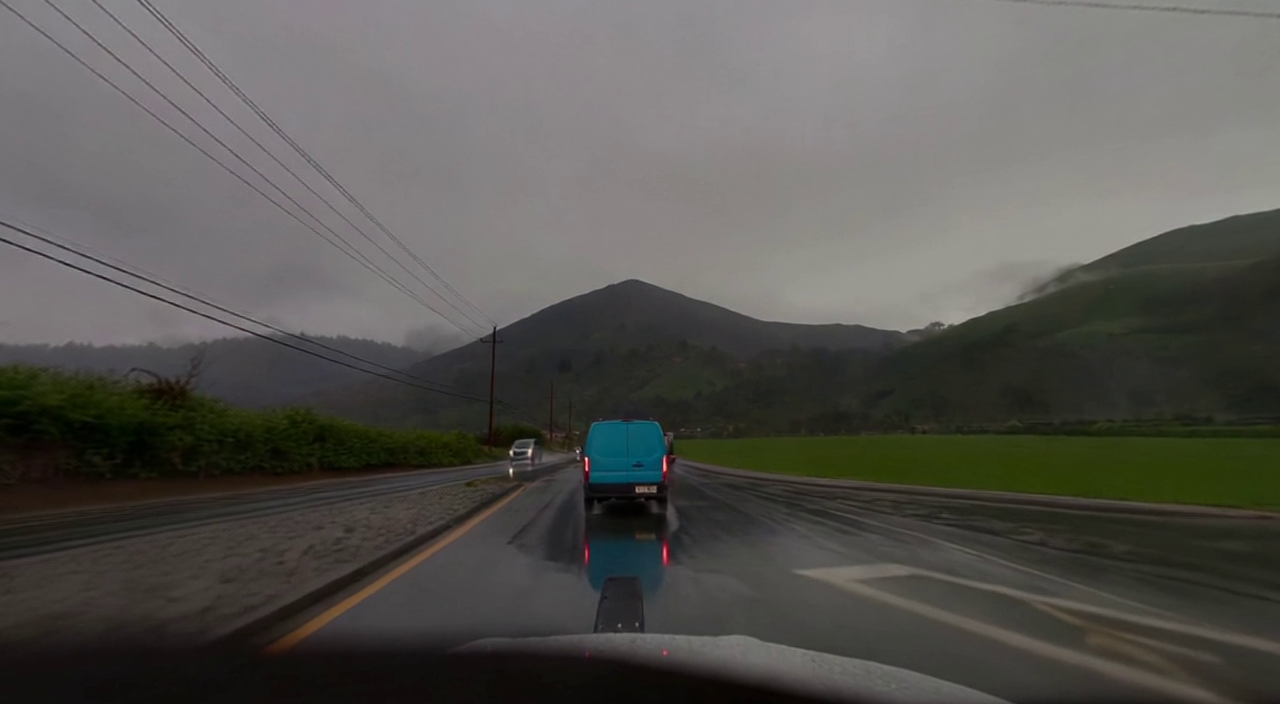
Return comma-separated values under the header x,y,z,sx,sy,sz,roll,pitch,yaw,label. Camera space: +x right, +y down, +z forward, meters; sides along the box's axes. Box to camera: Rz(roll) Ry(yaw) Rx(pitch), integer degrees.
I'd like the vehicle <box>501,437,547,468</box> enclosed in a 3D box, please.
x,y,z,sx,sy,sz,roll,pitch,yaw,label
-9.105,7.981,49.832,2.260,2.264,5.982,0,-9,2,vehicle

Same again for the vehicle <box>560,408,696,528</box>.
x,y,z,sx,sy,sz,roll,pitch,yaw,label
-0.309,2.460,13.709,2.454,2.144,4.535,0,-9,-2,vehicle
